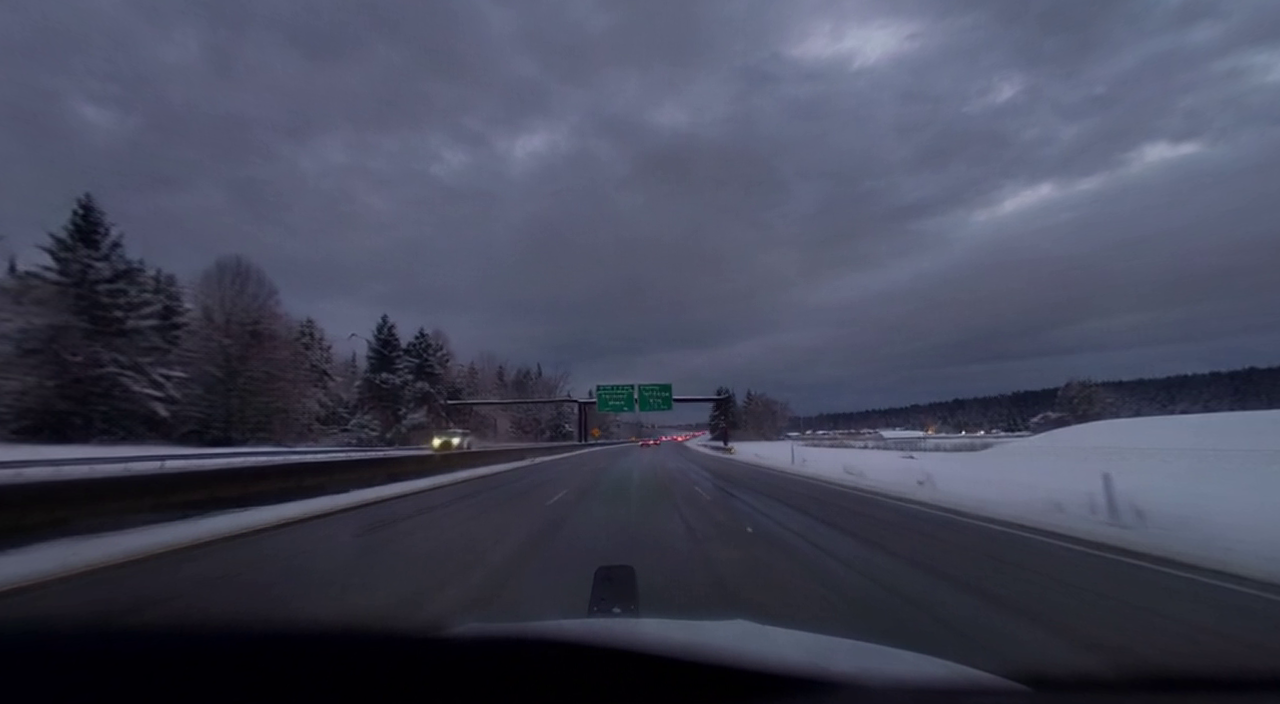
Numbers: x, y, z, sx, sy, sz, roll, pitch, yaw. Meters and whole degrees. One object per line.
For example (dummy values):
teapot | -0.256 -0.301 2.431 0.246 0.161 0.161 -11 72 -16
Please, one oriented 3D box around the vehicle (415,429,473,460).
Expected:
vehicle | -14.021 6.671 45.499 2.360 2.041 5.367 -1 -8 1
